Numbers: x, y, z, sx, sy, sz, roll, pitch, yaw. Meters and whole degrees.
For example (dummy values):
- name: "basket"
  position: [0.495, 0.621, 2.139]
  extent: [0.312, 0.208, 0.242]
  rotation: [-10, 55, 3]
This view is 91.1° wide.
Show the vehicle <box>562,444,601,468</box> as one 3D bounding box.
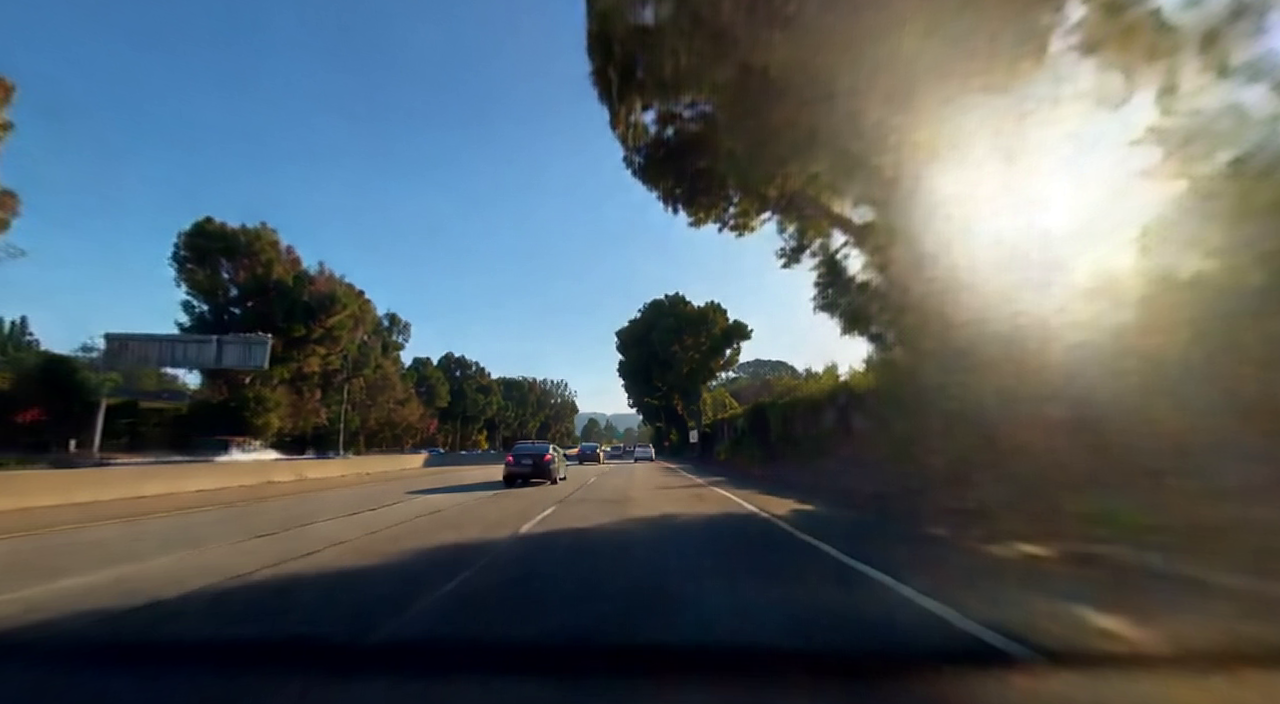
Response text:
- name: "vehicle"
  position: [-3.717, 6.691, 40.491]
  extent: [2.055, 1.431, 3.921]
  rotation: [0, -8, 0]

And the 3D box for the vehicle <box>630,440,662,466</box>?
- name: "vehicle"
  position: [0.407, 7.405, 46.321]
  extent: [2.285, 1.797, 4.478]
  rotation: [0, -8, 0]

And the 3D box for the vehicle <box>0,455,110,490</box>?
- name: "vehicle"
  position: [-28.906, 5.796, 30.616]
  extent: [1.822, 1.471, 4.808]
  rotation: [0, -8, 2]

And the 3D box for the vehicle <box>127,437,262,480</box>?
- name: "vehicle"
  position: [-21.274, 5.083, 30.420]
  extent: [2.269, 1.861, 5.777]
  rotation: [0, -8, 1]

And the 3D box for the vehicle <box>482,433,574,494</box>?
- name: "vehicle"
  position: [-3.342, 3.425, 19.638]
  extent: [2.056, 1.679, 4.204]
  rotation: [0, -8, 1]
